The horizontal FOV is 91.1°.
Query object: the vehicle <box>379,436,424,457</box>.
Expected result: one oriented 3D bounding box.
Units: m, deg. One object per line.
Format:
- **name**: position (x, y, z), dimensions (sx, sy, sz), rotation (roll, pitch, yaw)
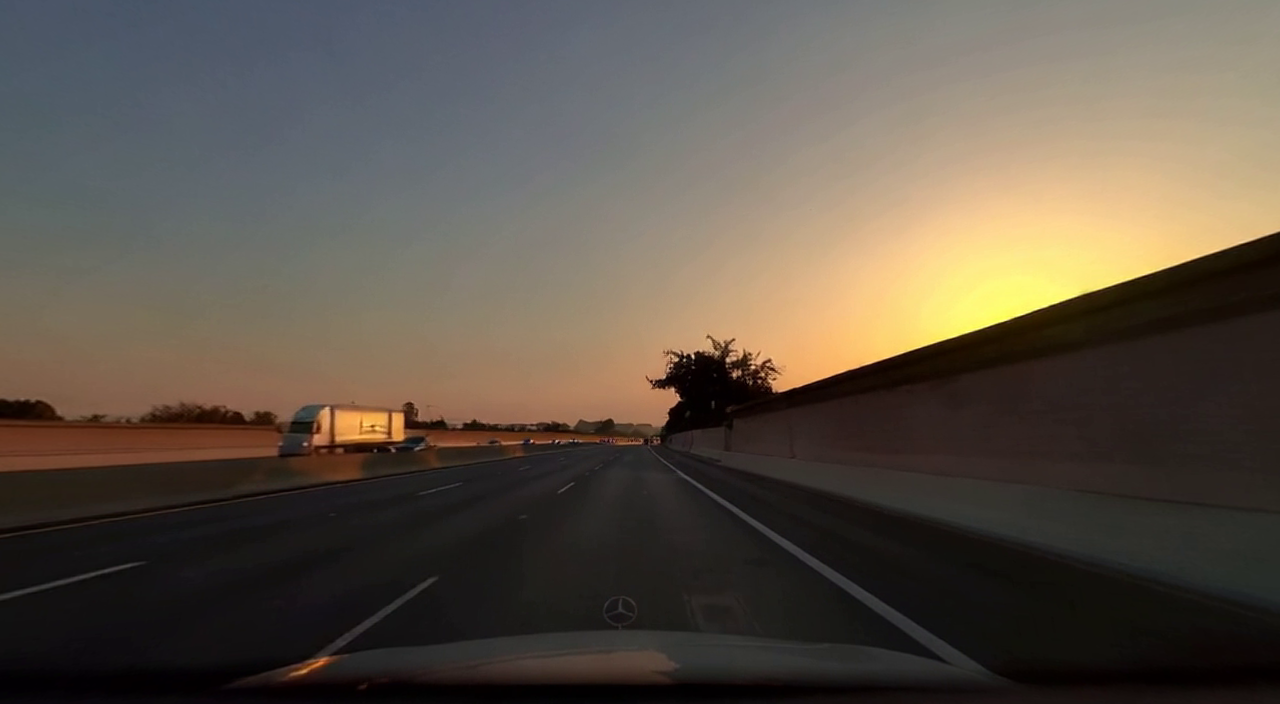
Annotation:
- **vehicle**: position (-18.240, 7.237, 48.198), dimensions (1.837, 1.456, 3.836), rotation (-1, -8, 2)
